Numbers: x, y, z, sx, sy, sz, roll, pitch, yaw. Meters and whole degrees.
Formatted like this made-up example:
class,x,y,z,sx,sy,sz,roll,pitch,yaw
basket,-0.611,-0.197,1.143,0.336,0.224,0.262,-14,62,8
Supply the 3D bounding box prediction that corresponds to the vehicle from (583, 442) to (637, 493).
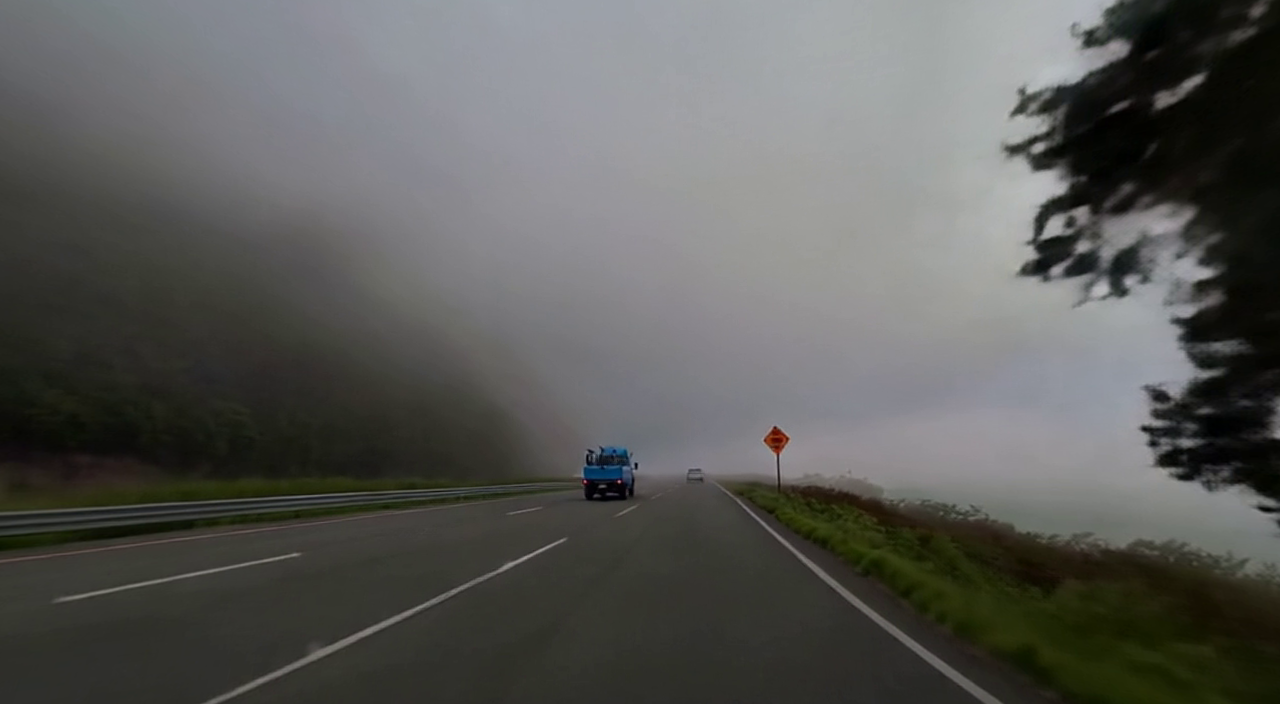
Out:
class,x,y,z,sx,sy,sz,roll,pitch,yaw
vehicle,-1.947,8.126,44.160,2.841,3.244,7.689,0,-11,4
